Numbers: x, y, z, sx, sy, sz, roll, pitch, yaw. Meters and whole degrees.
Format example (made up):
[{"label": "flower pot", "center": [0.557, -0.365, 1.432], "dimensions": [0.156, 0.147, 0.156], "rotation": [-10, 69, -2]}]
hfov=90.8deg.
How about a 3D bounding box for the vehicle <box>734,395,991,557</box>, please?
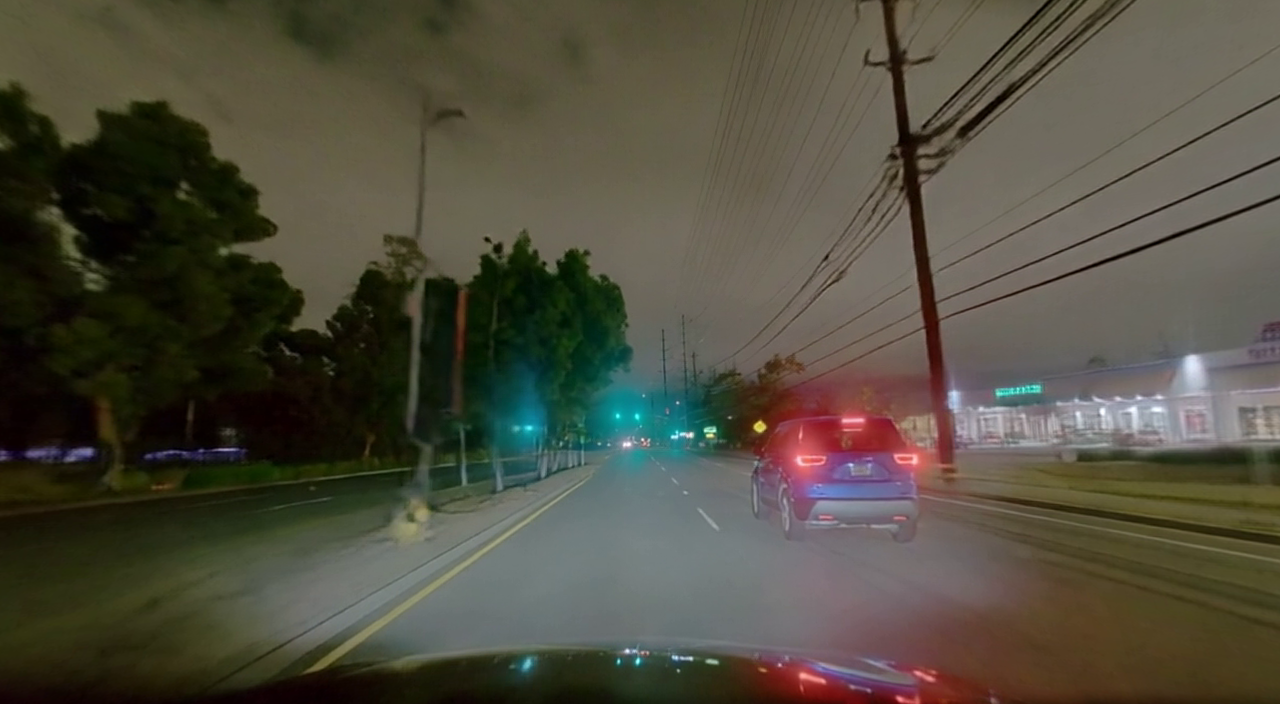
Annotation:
[{"label": "vehicle", "center": [2.884, 1.757, 9.599], "dimensions": [2.060, 1.820, 4.713], "rotation": [0, -8, -1]}]
